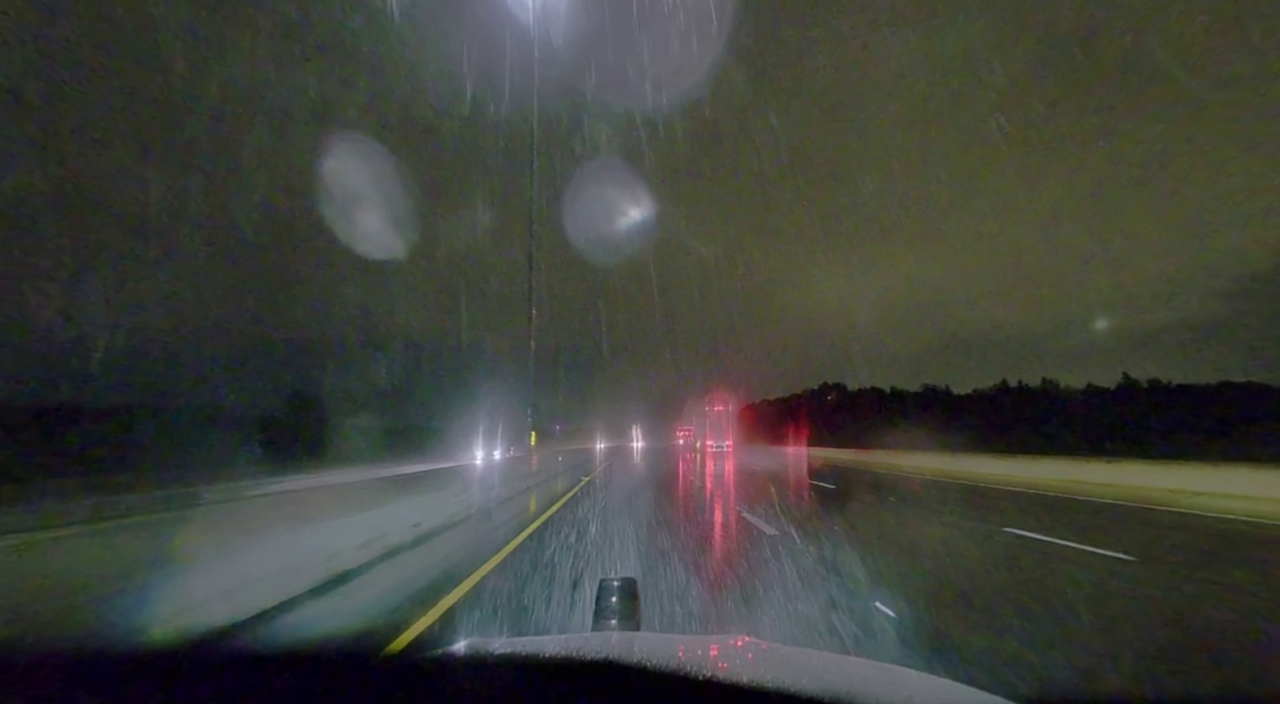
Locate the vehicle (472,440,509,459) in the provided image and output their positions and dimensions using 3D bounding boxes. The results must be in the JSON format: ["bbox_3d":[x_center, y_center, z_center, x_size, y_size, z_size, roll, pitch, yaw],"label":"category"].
[{"bbox_3d":[-11.769,7.686,49.781,1.939,1.470,3.994,-1,-8,0],"label":"vehicle"}]
